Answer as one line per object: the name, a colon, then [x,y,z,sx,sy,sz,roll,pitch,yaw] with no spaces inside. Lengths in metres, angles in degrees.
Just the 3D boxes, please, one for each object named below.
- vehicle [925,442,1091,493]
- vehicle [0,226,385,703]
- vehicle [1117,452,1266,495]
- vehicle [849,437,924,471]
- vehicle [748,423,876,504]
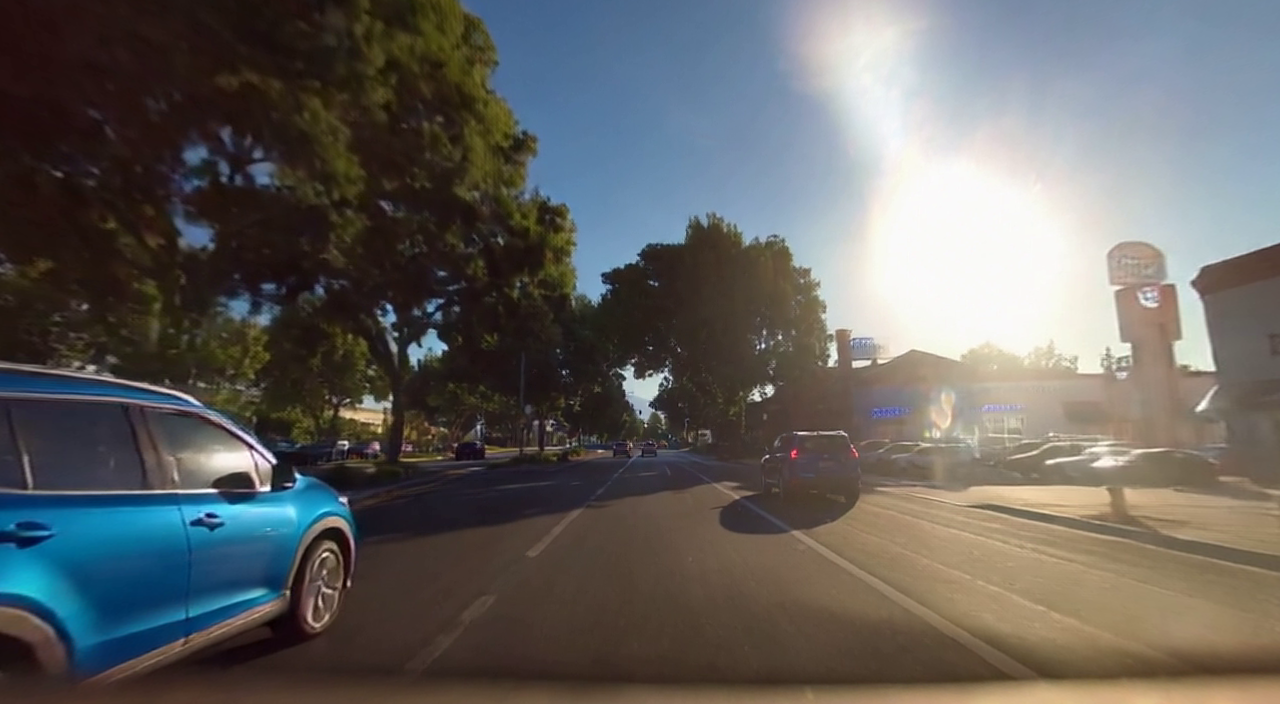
vehicle: [11.760,3.705,20.373,4.217,1.522,1.755,0,-8,4]
vehicle: [-3.187,0.632,2.566,2.210,1.925,4.838,0,-8,0]
vehicle: [21.226,4.659,24.560,1.822,1.460,4.409,0,-8,0]
vehicle: [12.676,5.258,32.676,1.781,1.615,4.095,2,-8,-8]
vehicle: [4.202,2.805,16.274,2.024,1.773,4.431,1,-8,0]
